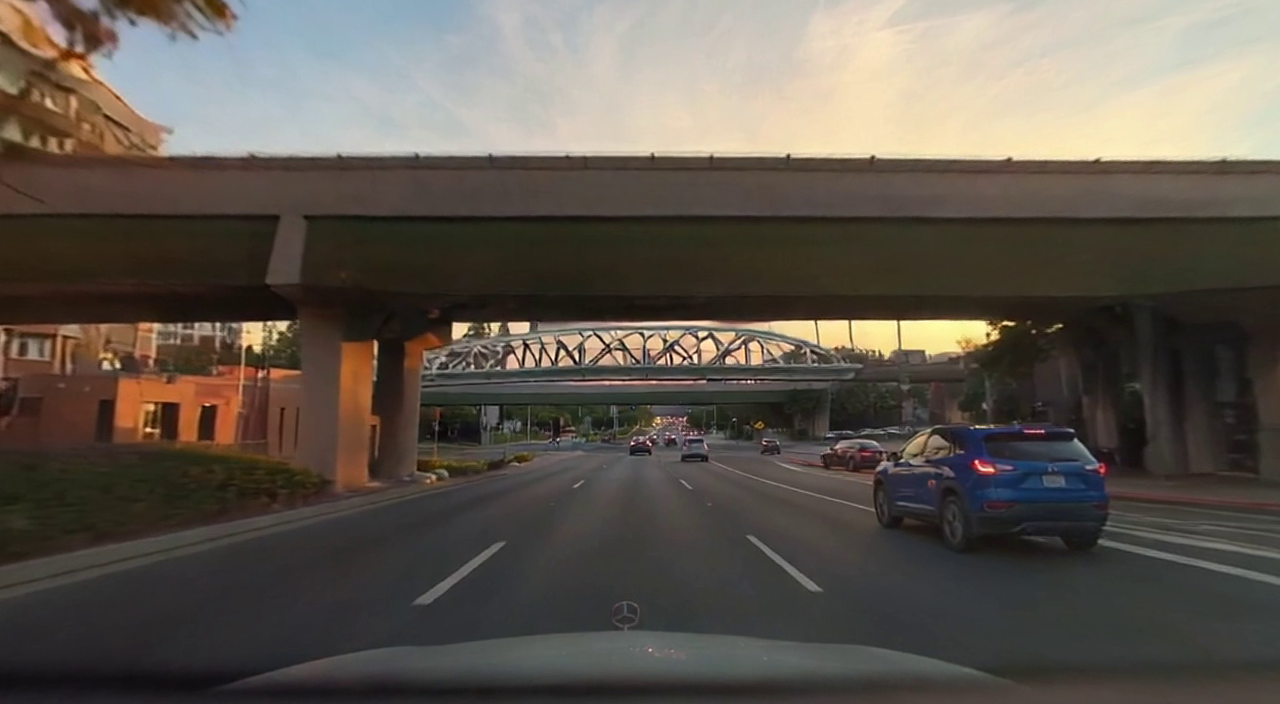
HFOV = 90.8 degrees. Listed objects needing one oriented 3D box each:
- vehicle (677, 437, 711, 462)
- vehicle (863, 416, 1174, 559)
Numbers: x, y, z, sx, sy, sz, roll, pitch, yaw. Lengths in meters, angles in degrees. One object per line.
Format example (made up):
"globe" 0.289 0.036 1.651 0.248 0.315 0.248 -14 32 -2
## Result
"vehicle" 3.864 7.056 45.598 2.165 1.708 3.928 0 -8 1
"vehicle" 5.499 2.021 10.191 2.130 1.741 4.665 0 -9 0
